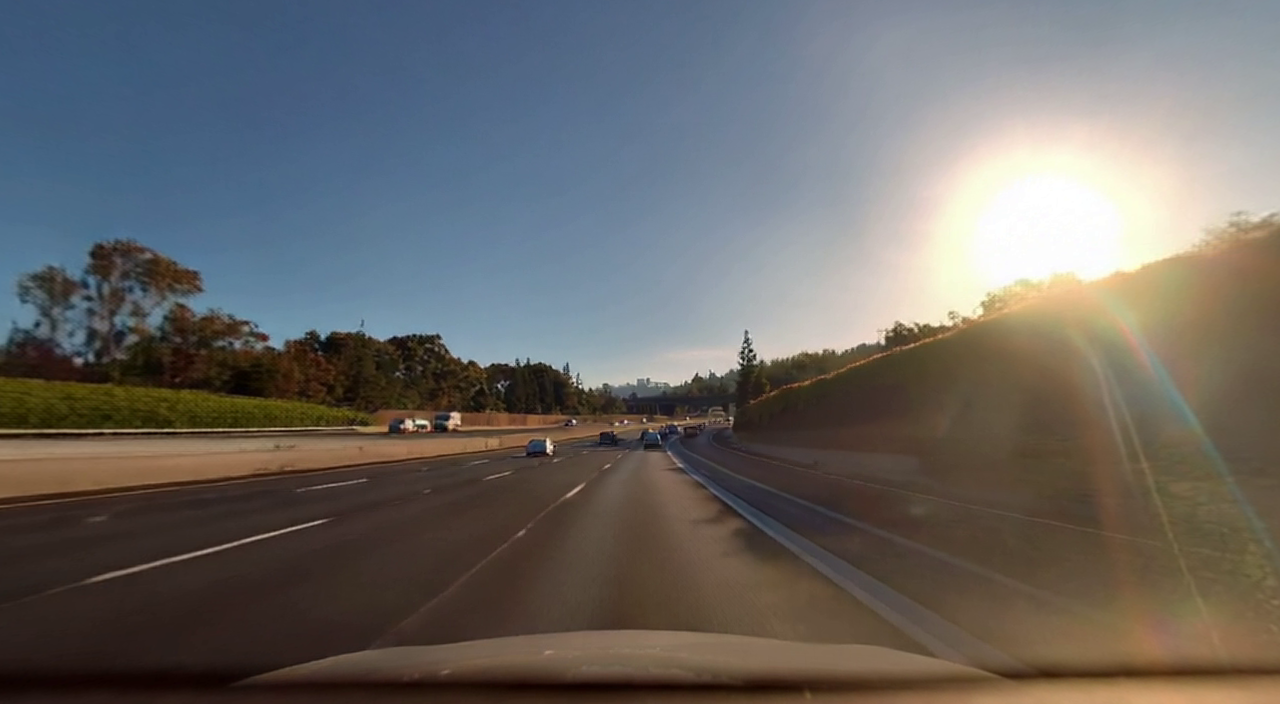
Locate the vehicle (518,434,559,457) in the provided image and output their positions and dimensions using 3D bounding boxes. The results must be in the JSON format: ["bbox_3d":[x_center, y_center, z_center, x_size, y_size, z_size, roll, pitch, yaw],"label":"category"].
[{"bbox_3d":[-6.857,6.393,43.082,1.966,1.488,4.243,-1,-8,2],"label":"vehicle"}]
